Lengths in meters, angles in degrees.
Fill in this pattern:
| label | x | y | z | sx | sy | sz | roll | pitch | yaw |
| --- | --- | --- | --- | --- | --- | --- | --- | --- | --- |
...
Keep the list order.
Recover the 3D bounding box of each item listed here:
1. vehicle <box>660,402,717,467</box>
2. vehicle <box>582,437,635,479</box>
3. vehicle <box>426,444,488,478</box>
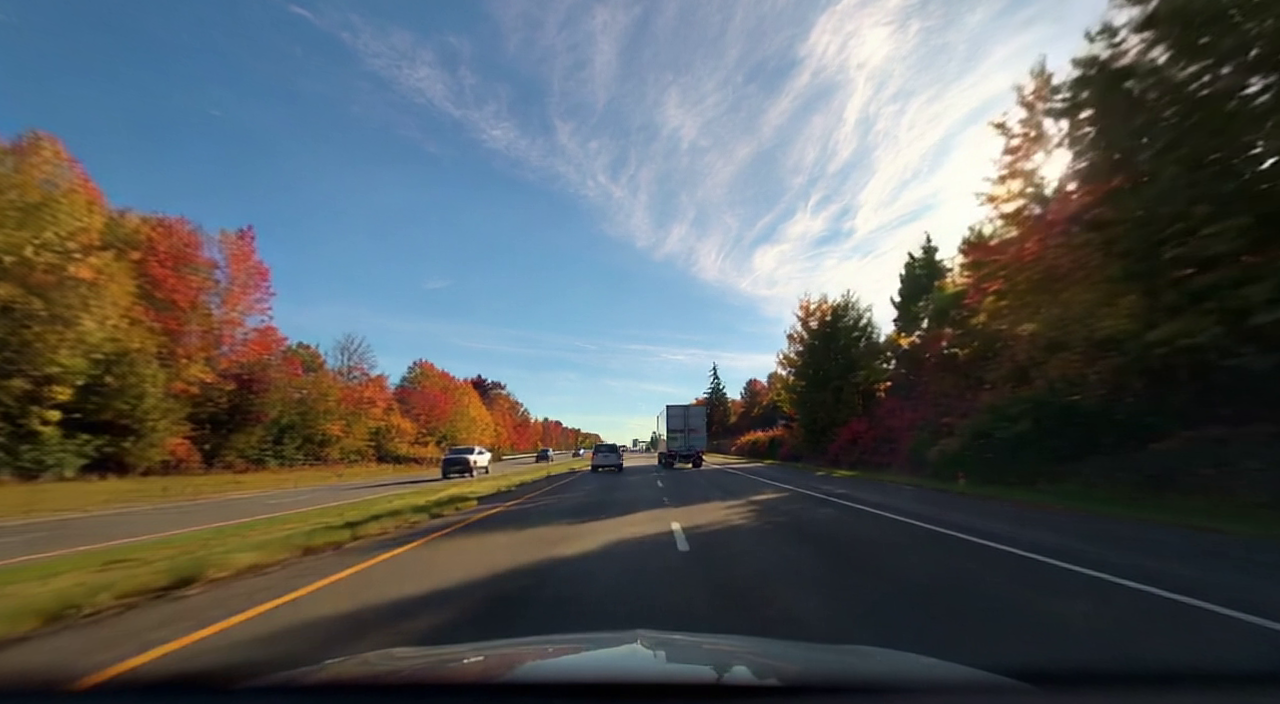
| label | x | y | z | sx | sy | sz | roll | pitch | yaw |
| --- | --- | --- | --- | --- | --- | --- | --- | --- | --- |
| vehicle | 3.252 | 6.259 | 46.574 | 3.068 | 4.042 | 13.787 | 0 | -9 | 0 |
| vehicle | -1.341 | 4.734 | 28.224 | 2.151 | 1.693 | 4.201 | -1 | -9 | 1 |
| vehicle | -9.494 | 5.695 | 32.868 | 1.977 | 1.633 | 4.138 | -1 | -9 | 0 |
